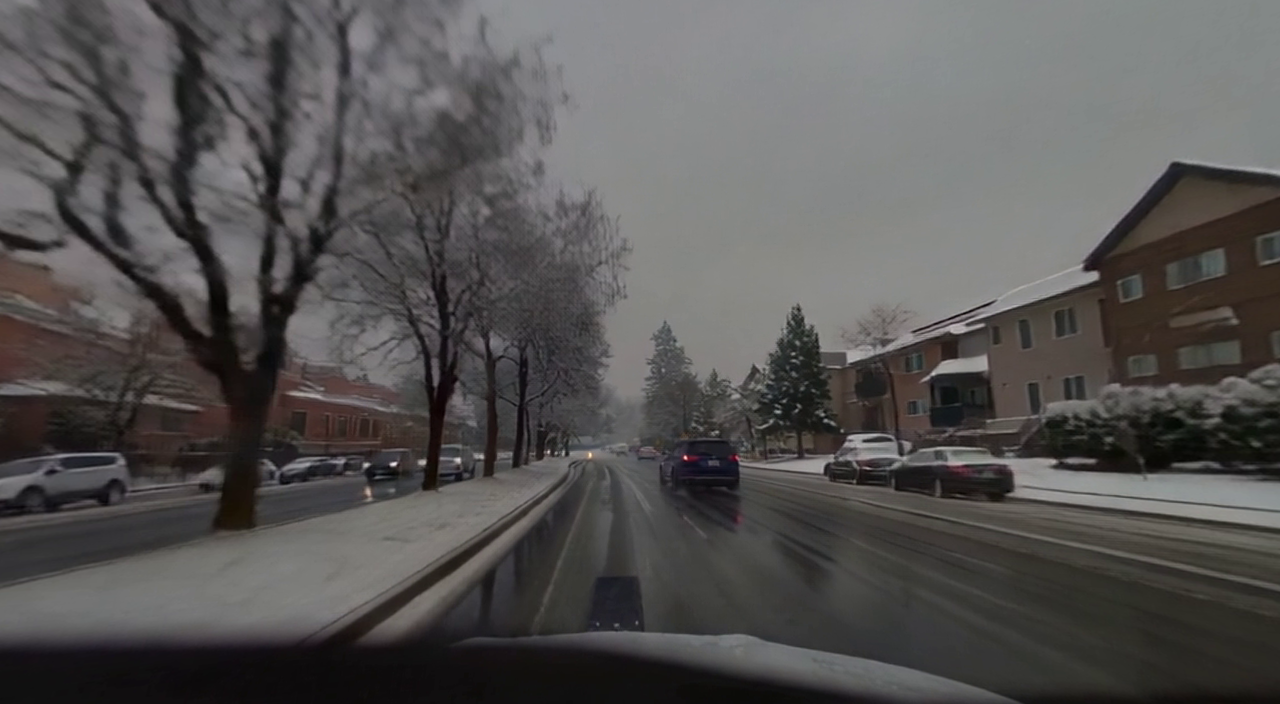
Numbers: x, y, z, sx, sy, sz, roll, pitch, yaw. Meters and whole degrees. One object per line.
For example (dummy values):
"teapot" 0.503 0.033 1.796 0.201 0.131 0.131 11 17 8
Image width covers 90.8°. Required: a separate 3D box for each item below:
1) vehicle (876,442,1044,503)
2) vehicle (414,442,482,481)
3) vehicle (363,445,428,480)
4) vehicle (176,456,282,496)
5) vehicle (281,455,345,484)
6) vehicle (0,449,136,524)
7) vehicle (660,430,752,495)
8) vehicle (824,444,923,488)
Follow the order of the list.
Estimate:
"vehicle" 8.945 3.387 18.329 1.936 1.485 5.111 0 -8 -4
"vehicle" -9.024 5.163 30.047 2.033 1.685 4.420 0 -8 -3
"vehicle" -13.162 5.948 34.298 1.925 1.717 4.389 0 -8 -3
"vehicle" -19.098 5.761 29.667 1.979 1.489 4.902 -1 -7 -4
"vehicle" -19.980 7.142 38.813 1.999 1.462 4.516 -1 -7 -7
"vehicle" -17.862 3.855 18.471 2.182 1.840 5.105 -2 -8 -2
"vehicle" 1.906 3.387 19.744 2.085 1.763 4.490 0 -8 -4
"vehicle" 8.633 4.237 23.867 1.858 1.489 4.556 0 -8 -2
